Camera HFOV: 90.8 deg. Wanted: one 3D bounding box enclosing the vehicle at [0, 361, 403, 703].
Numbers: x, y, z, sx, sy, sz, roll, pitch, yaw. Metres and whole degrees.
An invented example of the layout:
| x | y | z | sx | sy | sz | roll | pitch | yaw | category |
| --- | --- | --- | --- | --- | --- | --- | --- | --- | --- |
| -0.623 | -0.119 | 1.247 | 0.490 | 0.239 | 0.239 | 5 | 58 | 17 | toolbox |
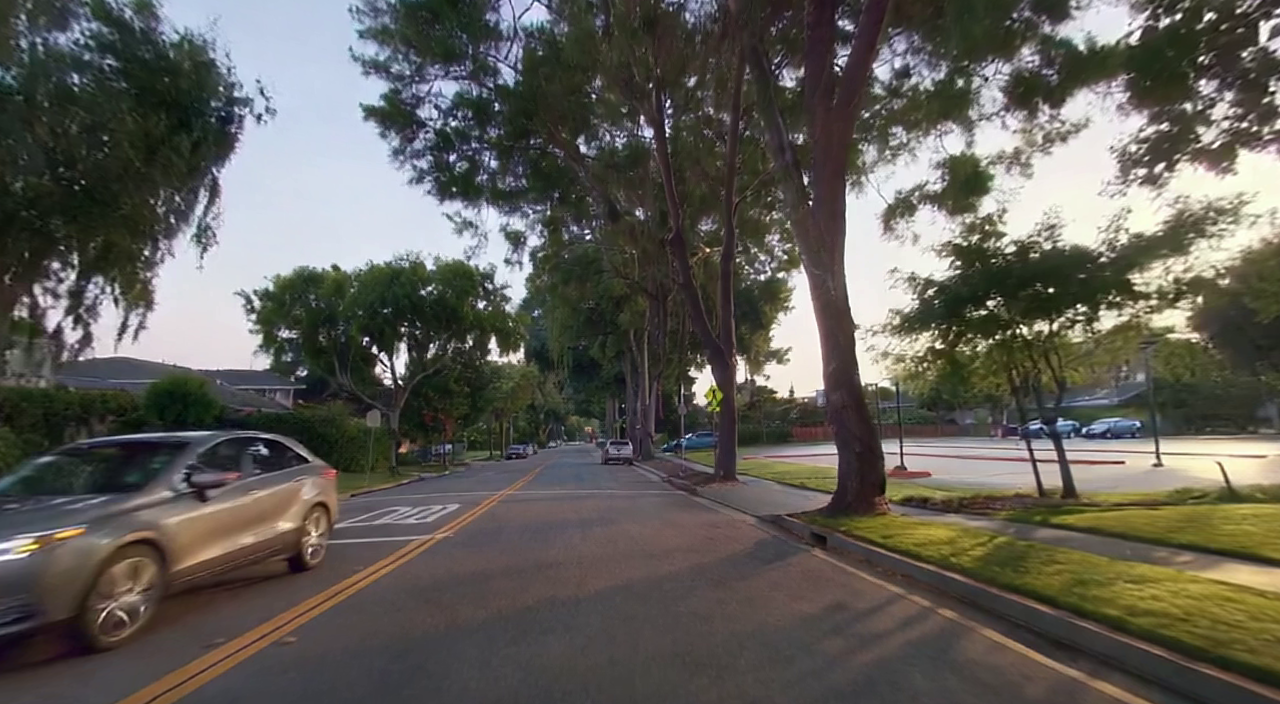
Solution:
| x | y | z | sx | sy | sz | roll | pitch | yaw | category |
| --- | --- | --- | --- | --- | --- | --- | --- | --- | --- |
| -4.153 | 1.308 | 5.763 | 2.153 | 1.799 | 5.026 | 0 | -8 | -2 | vehicle |

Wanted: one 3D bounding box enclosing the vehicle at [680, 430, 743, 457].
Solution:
| x | y | z | sx | sy | sz | roll | pitch | yaw | category |
| --- | --- | --- | --- | --- | --- | --- | --- | --- | --- |
| 5.393 | 6.795 | 47.281 | 4.390 | 1.696 | 1.954 | 1 | -8 | -36 | vehicle |

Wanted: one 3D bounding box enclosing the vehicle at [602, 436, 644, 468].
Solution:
| x | y | z | sx | sy | sz | roll | pitch | yaw | category |
| --- | --- | --- | --- | --- | --- | --- | --- | --- | --- |
| -1.084 | 5.963 | 37.784 | 2.204 | 1.776 | 4.262 | 1 | -8 | -6 | vehicle |
